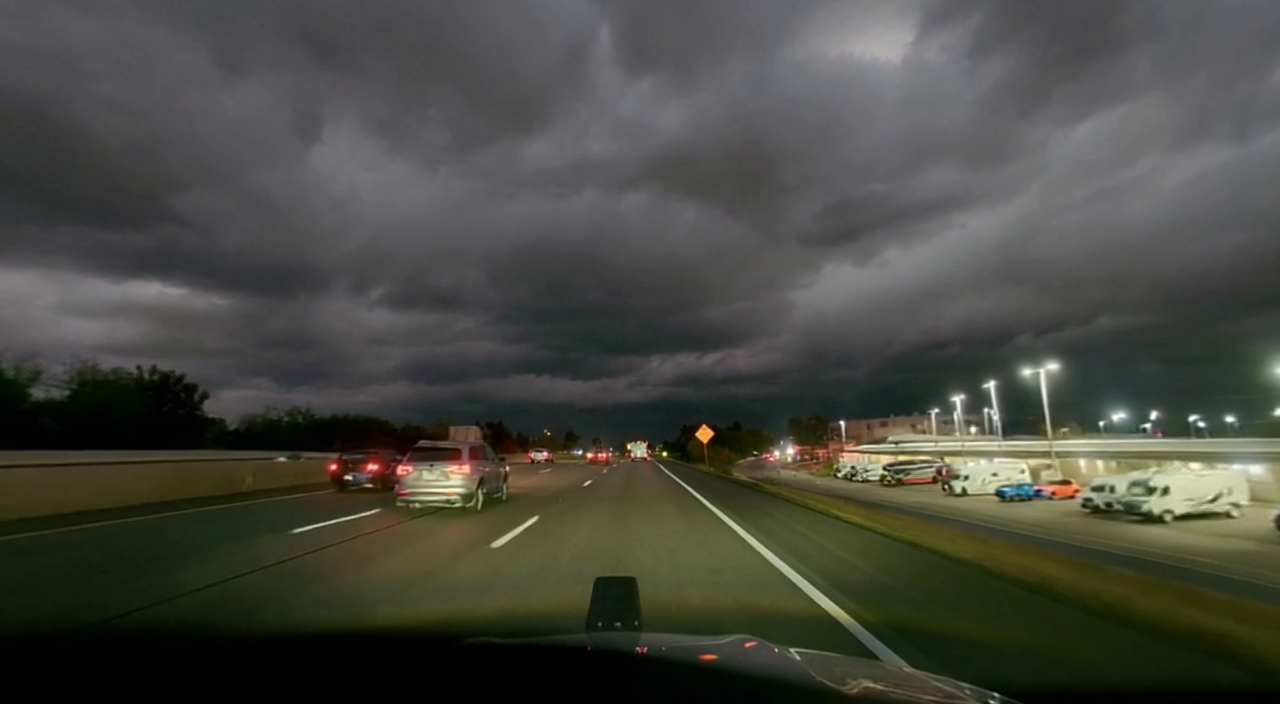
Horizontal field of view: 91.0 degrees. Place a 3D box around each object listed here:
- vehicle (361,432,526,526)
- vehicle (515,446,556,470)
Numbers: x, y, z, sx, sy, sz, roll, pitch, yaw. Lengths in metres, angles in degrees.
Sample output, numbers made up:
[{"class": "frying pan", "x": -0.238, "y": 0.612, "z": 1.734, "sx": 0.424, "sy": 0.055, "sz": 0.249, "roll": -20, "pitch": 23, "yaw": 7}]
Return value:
[{"class": "vehicle", "x": -3.921, "y": 2.601, "z": 13.484, "sx": 2.070, "sy": 1.665, "sz": 4.213, "roll": 0, "pitch": -9, "yaw": 1}, {"class": "vehicle", "x": -7.454, "y": 7.615, "z": 45.389, "sx": 2.046, "sy": 1.644, "sz": 4.422, "roll": 0, "pitch": -9, "yaw": 1}]
